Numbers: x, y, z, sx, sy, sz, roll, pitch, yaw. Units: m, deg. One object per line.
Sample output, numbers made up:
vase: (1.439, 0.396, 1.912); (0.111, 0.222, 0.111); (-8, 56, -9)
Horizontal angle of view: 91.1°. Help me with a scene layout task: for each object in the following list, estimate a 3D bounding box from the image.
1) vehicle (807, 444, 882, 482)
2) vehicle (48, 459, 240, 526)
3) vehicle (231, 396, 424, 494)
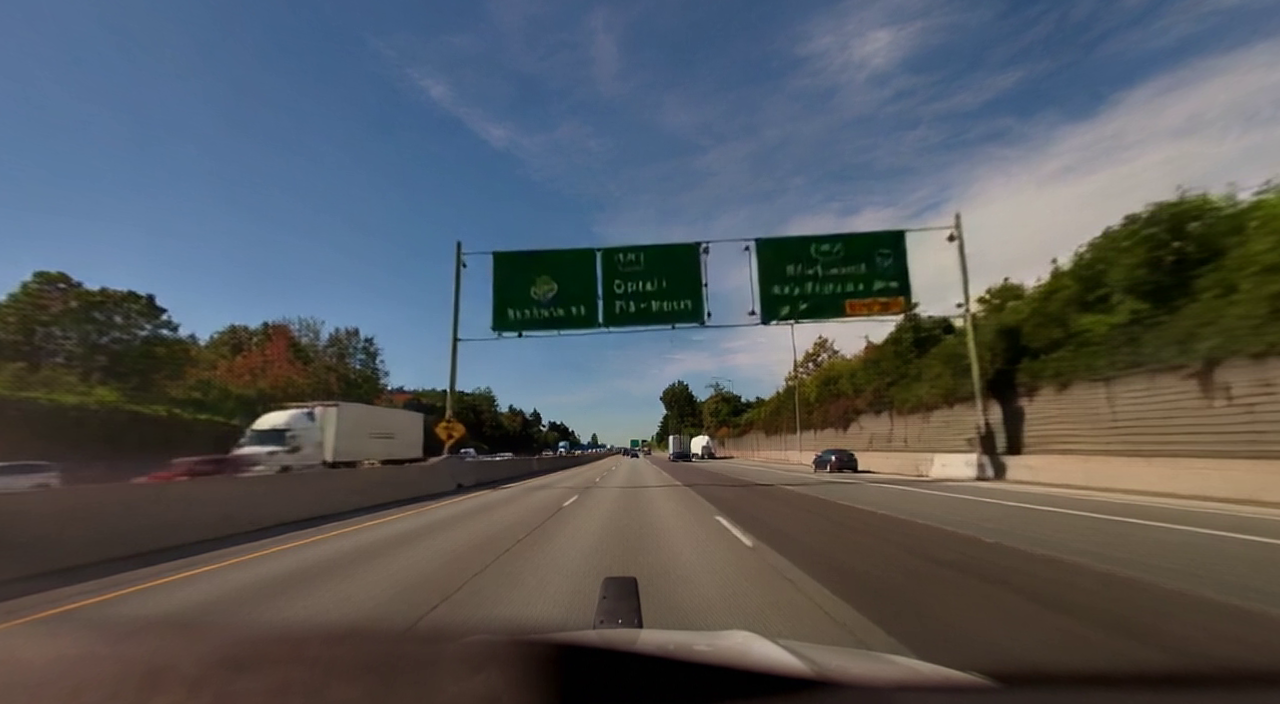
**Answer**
vehicle: (9.704, 5.297, 30.288); (1.950, 1.632, 4.845); (0, -9, 0)
vehicle: (-13.384, 3.776, 17.343); (2.084, 1.517, 3.896); (0, -9, 0)
vehicle: (-16.670, 5.329, 35.796); (3.679, 4.369, 14.373); (0, -9, 0)
